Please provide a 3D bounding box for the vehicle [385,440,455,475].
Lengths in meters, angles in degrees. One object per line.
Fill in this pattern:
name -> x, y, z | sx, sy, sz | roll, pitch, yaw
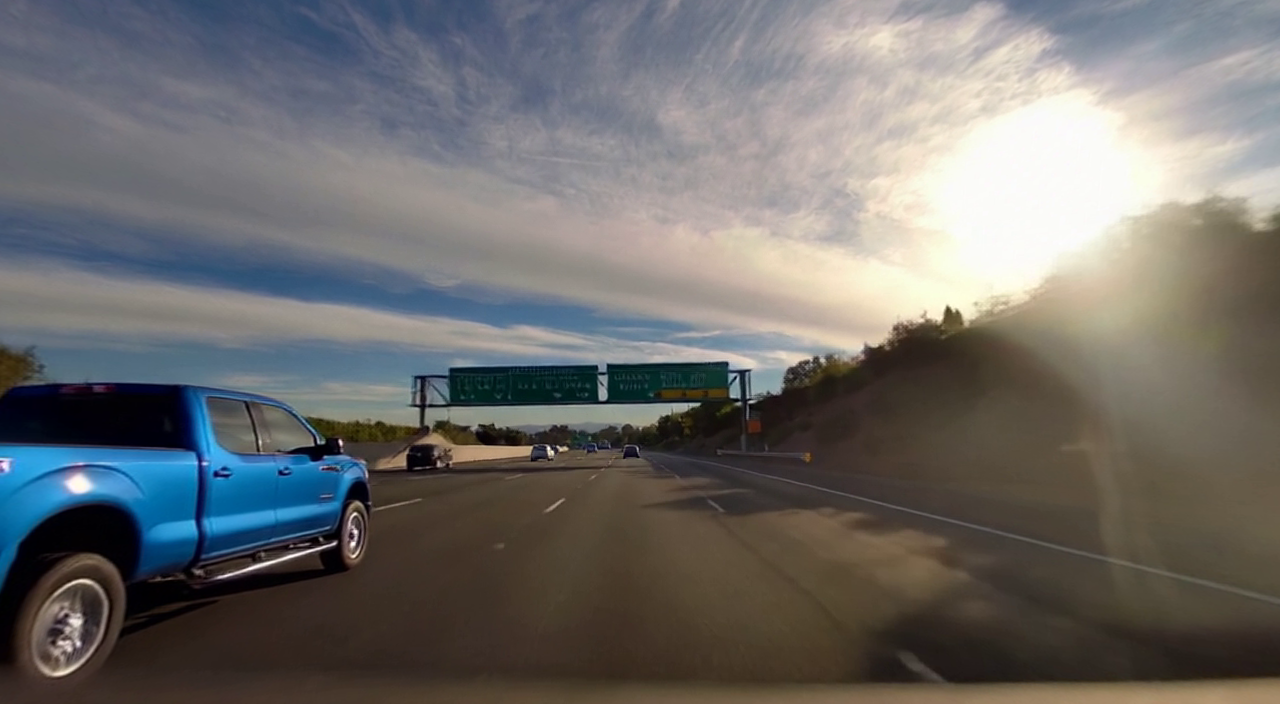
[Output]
vehicle -> -11.475, 5.532, 33.196 | 2.106, 1.692, 4.458 | 0, -9, -1

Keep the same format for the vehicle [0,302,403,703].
vehicle -> -4.239, 1.066, 4.944 | 2.339, 2.004, 6.171 | 0, -9, 0
